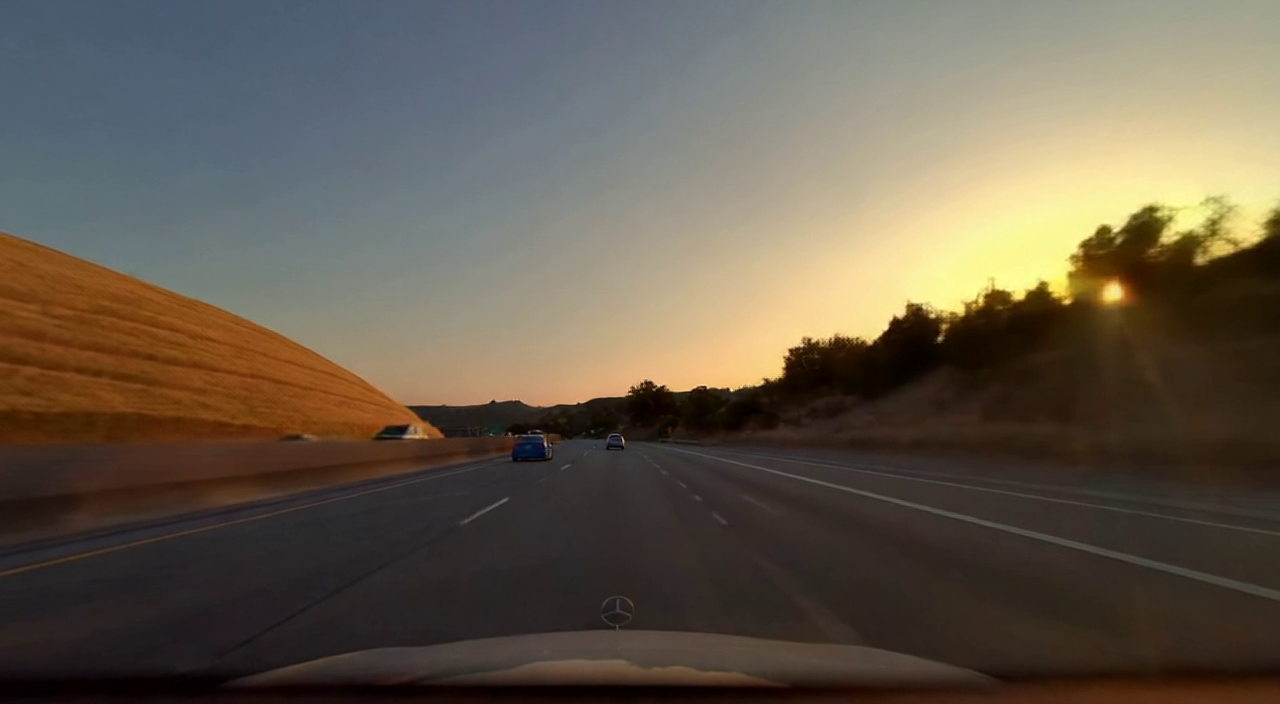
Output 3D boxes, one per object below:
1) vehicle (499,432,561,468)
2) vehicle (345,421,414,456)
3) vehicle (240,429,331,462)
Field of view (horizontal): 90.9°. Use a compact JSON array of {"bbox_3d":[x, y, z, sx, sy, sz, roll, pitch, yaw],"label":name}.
[{"bbox_3d":[-5.084,4.619,29.919,2.141,1.534,5.099,0,-8,-2],"label":"vehicle"},{"bbox_3d":[-13.696,4.600,33.393,1.948,1.709,4.137,0,-8,-2],"label":"vehicle"},{"bbox_3d":[-17.464,4.640,31.338,1.918,1.485,4.666,0,-8,-2],"label":"vehicle"}]
